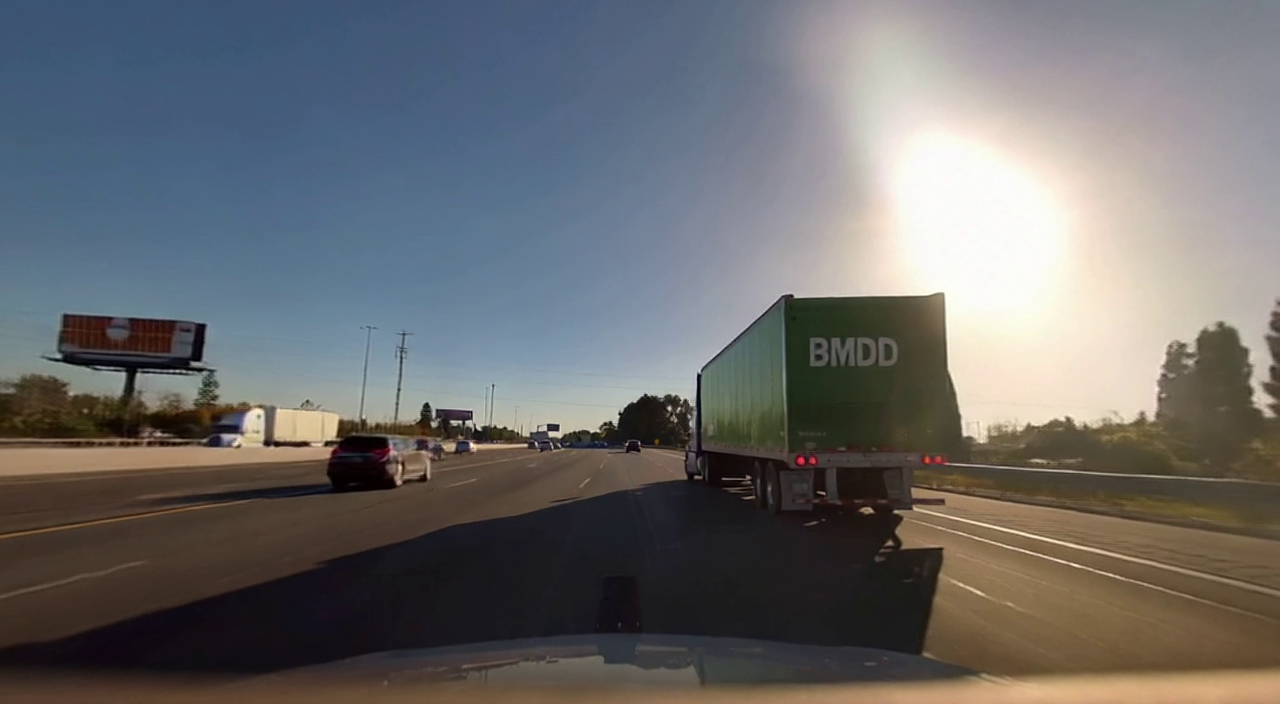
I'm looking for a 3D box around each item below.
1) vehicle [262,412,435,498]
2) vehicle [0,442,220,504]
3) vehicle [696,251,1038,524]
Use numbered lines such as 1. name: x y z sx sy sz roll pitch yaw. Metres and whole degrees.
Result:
1. vehicle: -7.397 2.688 16.799 2.100 1.905 5.119 0 -8 0
2. vehicle: -13.912 3.117 16.828 2.067 1.398 4.863 0 -8 1
3. vehicle: 3.904 1.547 16.603 2.891 3.944 15.051 0 -8 -2
